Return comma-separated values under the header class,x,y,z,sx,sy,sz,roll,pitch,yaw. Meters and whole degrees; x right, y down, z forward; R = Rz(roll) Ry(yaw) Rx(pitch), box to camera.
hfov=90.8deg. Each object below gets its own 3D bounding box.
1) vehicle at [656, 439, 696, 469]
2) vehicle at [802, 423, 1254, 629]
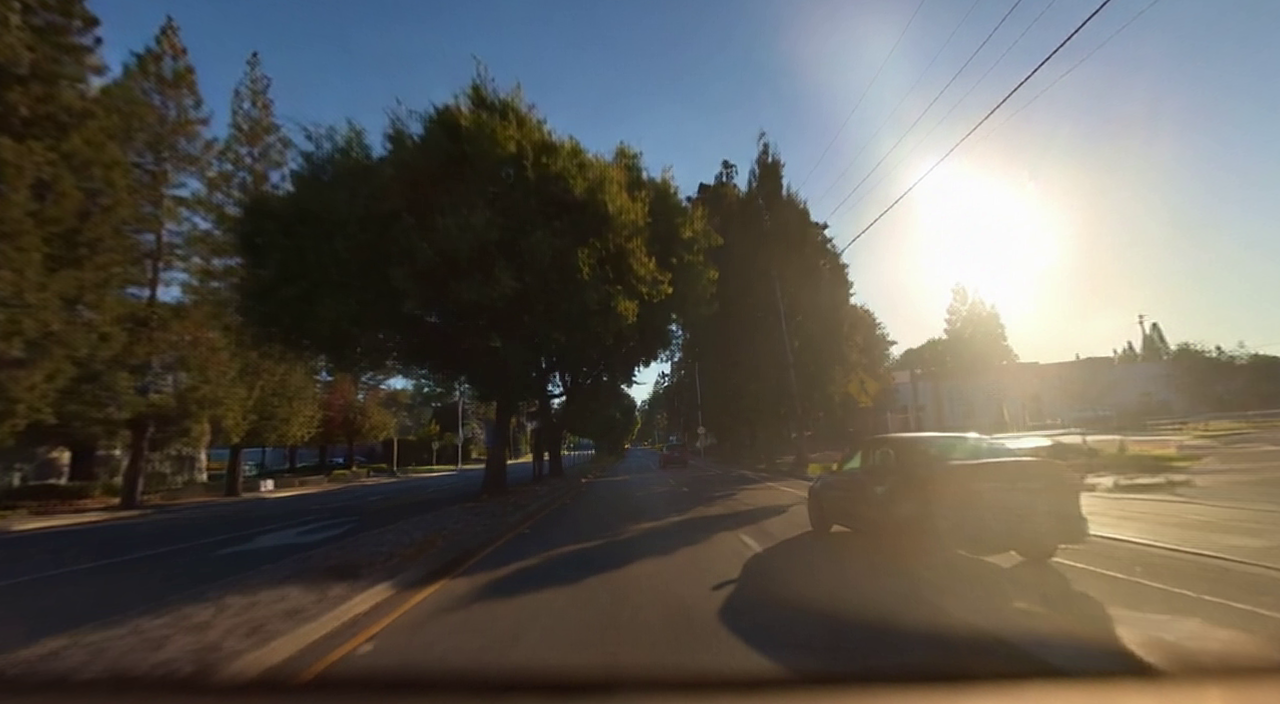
class,x,y,z,sx,sy,sz,roll,pitch,yaw
vehicle,2.273,6.694,41.541,2.115,1.840,4.777,0,-9,-3
vehicle,3.416,1.597,6.841,2.061,1.475,4.296,0,-9,-2
